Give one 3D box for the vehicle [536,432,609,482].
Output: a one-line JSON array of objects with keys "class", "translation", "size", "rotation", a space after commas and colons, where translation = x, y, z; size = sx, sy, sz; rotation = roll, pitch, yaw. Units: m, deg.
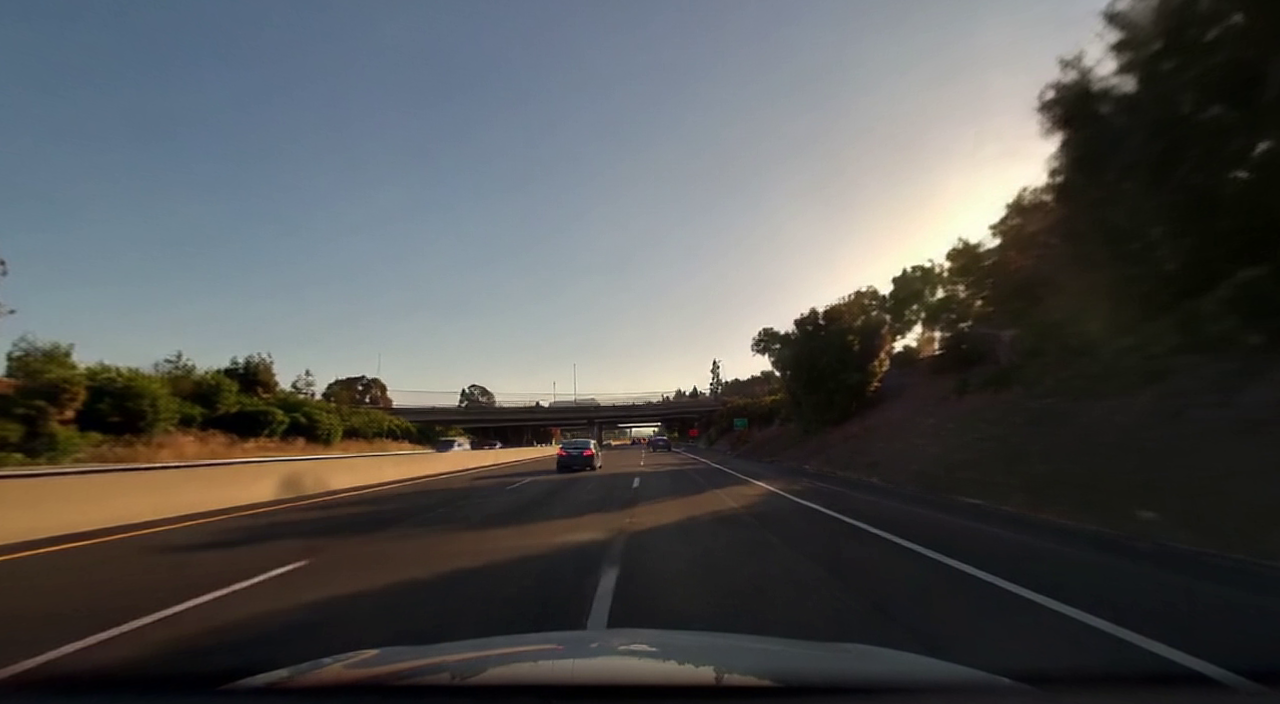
[{"class": "vehicle", "translation": [-2.272, 3.669, 22.410], "size": [2.039, 1.589, 4.324], "rotation": [0, -8, 1]}]
